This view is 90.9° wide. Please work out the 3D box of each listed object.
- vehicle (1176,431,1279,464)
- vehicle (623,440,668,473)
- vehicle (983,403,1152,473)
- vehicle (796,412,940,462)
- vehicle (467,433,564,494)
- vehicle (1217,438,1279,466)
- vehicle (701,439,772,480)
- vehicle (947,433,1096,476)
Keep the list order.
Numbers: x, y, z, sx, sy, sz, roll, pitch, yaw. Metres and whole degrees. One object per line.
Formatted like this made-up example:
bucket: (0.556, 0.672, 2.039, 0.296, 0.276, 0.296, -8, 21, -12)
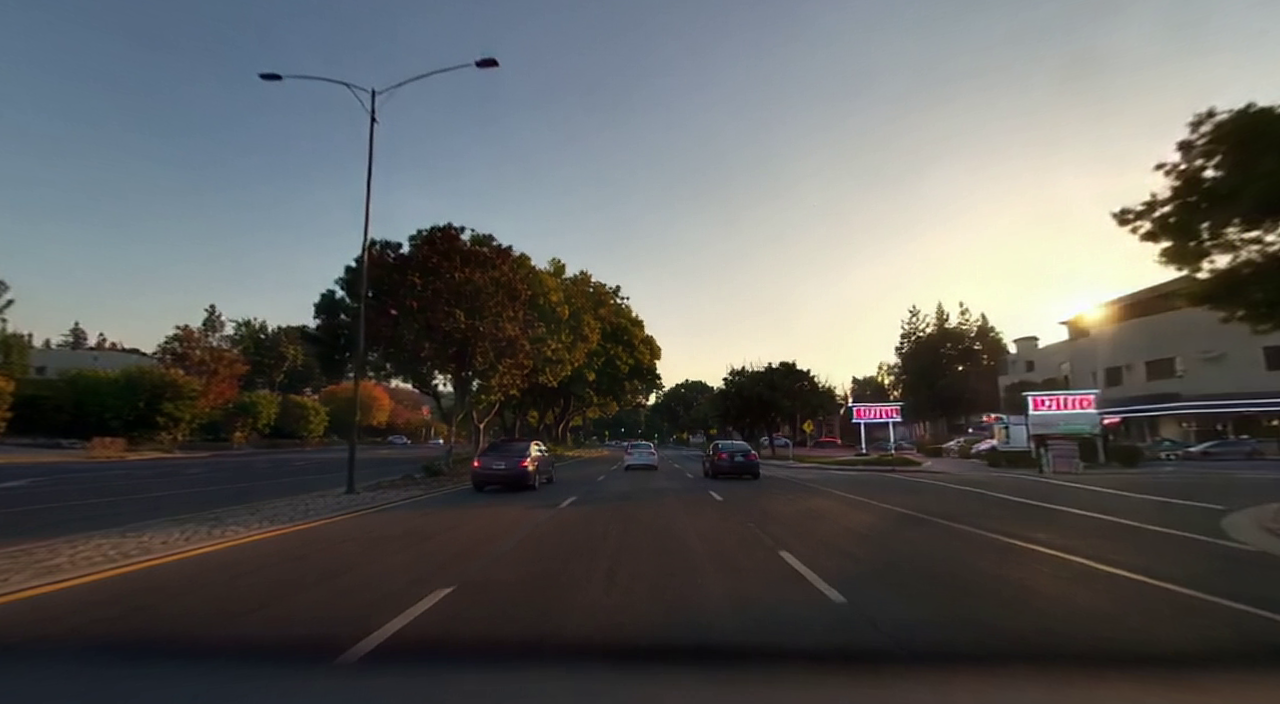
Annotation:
vehicle: (34.366, 5.583, 36.769, 4.398, 1.669, 1.981, -2, -8, -4)
vehicle: (0.276, 5.194, 31.526, 2.059, 1.477, 4.216, 0, -8, 1)
vehicle: (21.859, 4.526, 33.030, 2.928, 3.123, 8.236, -1, -8, -1)
vehicle: (14.963, 5.738, 41.997, 8.343, 3.028, 3.002, -2, -10, 3)
vehicle: (-3.566, 3.274, 18.878, 1.995, 1.607, 4.086, 0, -8, 1)
vehicle: (34.380, 5.423, 34.236, 4.212, 1.423, 1.764, -1, -8, 3)
vehicle: (3.691, 4.178, 24.839, 2.012, 1.462, 4.400, 0, -8, -1)
vehicle: (15.115, 4.095, 25.258, 4.578, 1.620, 2.047, -2, -9, 11)
